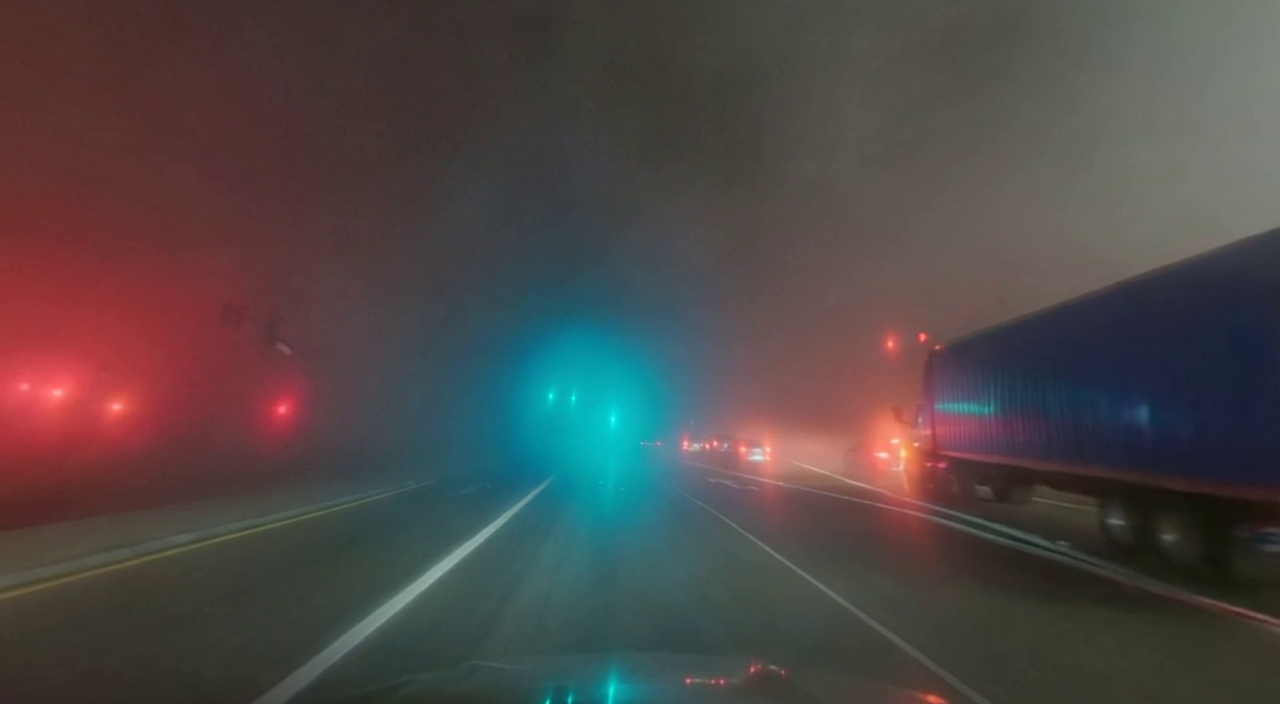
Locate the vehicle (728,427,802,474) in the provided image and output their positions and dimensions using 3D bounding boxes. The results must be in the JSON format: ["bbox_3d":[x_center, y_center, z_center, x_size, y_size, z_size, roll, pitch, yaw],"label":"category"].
[{"bbox_3d":[5.028,4.017,25.952,1.917,1.748,4.003,0,-8,-5],"label":"vehicle"}]

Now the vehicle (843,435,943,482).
[{"bbox_3d":[9.328,3.927,23.602,1.919,1.545,3.885,0,-7,-4],"label":"vehicle"}]

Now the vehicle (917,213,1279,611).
[{"bbox_3d":[6.416,0.917,7.978,2.625,2.975,8.237,-1,-8,5],"label":"vehicle"}]
